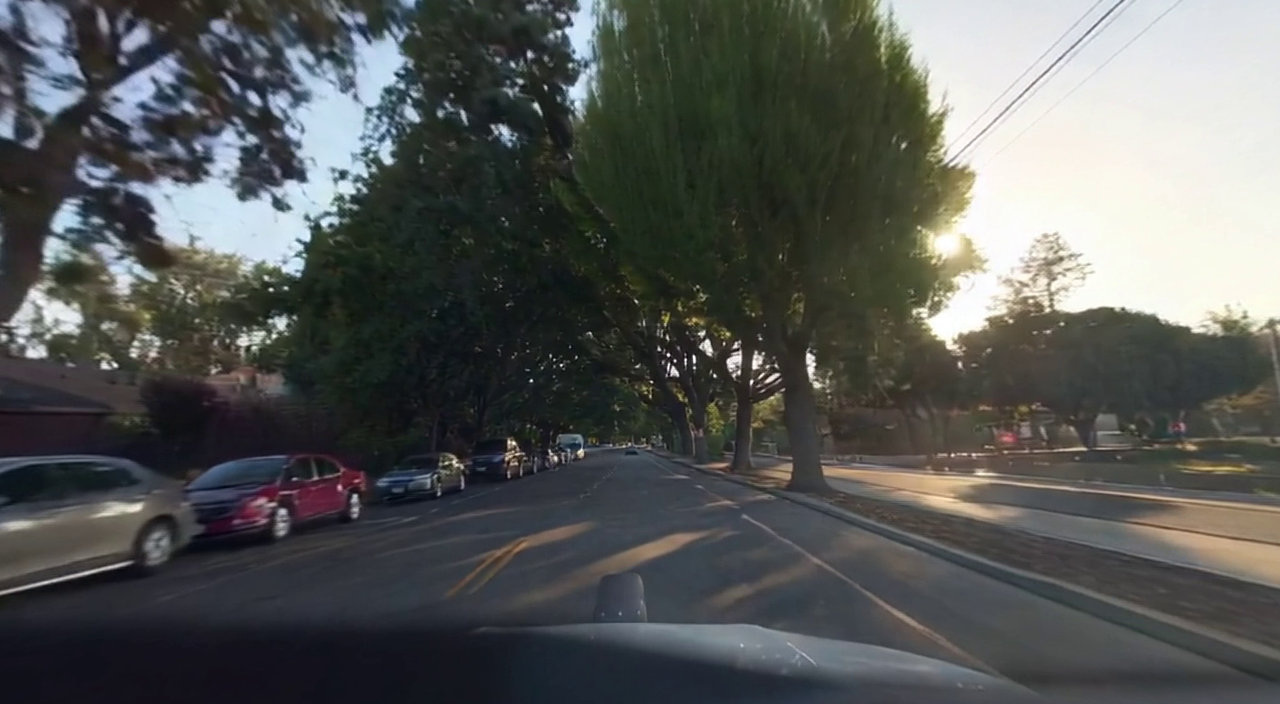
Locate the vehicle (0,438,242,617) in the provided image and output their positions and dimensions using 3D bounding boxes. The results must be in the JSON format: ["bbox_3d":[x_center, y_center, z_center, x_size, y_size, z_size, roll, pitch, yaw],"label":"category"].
[{"bbox_3d":[-6.469,1.563,5.884,2.074,1.502,5.098,0,-8,1],"label":"vehicle"}]

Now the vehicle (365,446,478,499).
[{"bbox_3d":[-6.774,3.770,20.100,2.056,1.477,4.318,0,-9,0],"label":"vehicle"}]

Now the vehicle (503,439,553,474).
[{"bbox_3d":[-6.580,6.220,37.574,2.249,1.884,4.784,2,-9,-2],"label":"vehicle"}]
